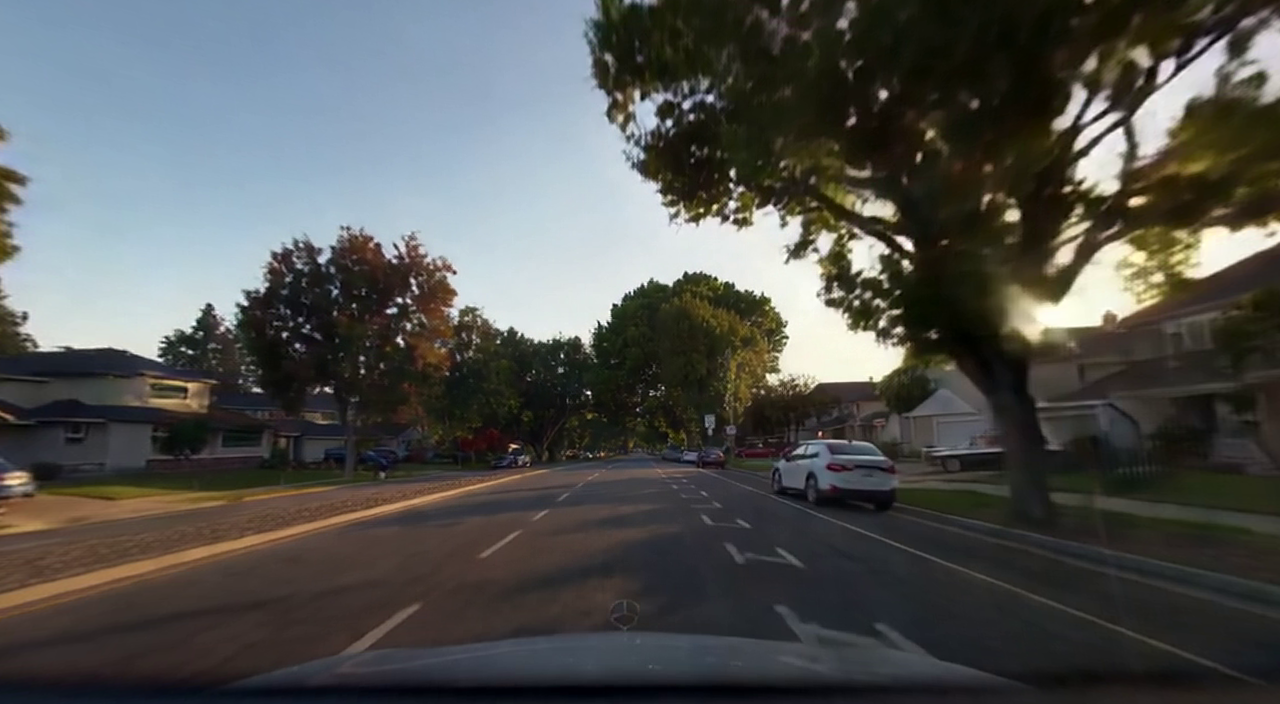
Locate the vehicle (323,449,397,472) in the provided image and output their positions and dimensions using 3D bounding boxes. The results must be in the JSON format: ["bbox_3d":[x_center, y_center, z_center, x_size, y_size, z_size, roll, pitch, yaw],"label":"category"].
[{"bbox_3d":[-20.913,8.133,47.290,4.534,1.536,1.952,2,-8,0],"label":"vehicle"}]

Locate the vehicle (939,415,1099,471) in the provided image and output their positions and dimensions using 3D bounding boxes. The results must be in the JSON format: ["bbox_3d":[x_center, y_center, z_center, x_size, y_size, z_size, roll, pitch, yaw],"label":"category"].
[{"bbox_3d":[15.747,3.836,26.534,5.096,1.931,2.288,-4,-9,2],"label":"vehicle"}]

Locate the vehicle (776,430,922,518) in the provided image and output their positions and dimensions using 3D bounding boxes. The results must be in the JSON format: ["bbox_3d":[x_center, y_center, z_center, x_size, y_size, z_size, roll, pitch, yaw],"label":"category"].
[{"bbox_3d":[5.029,2.967,15.956,2.082,1.763,4.718,3,-8,0],"label":"vehicle"}]

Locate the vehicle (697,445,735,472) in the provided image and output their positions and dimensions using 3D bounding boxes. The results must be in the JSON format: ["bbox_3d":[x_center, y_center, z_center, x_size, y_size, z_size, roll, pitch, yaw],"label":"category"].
[{"bbox_3d":[4.810,6.838,40.402,1.934,1.546,5.009,2,-10,2],"label":"vehicle"}]
